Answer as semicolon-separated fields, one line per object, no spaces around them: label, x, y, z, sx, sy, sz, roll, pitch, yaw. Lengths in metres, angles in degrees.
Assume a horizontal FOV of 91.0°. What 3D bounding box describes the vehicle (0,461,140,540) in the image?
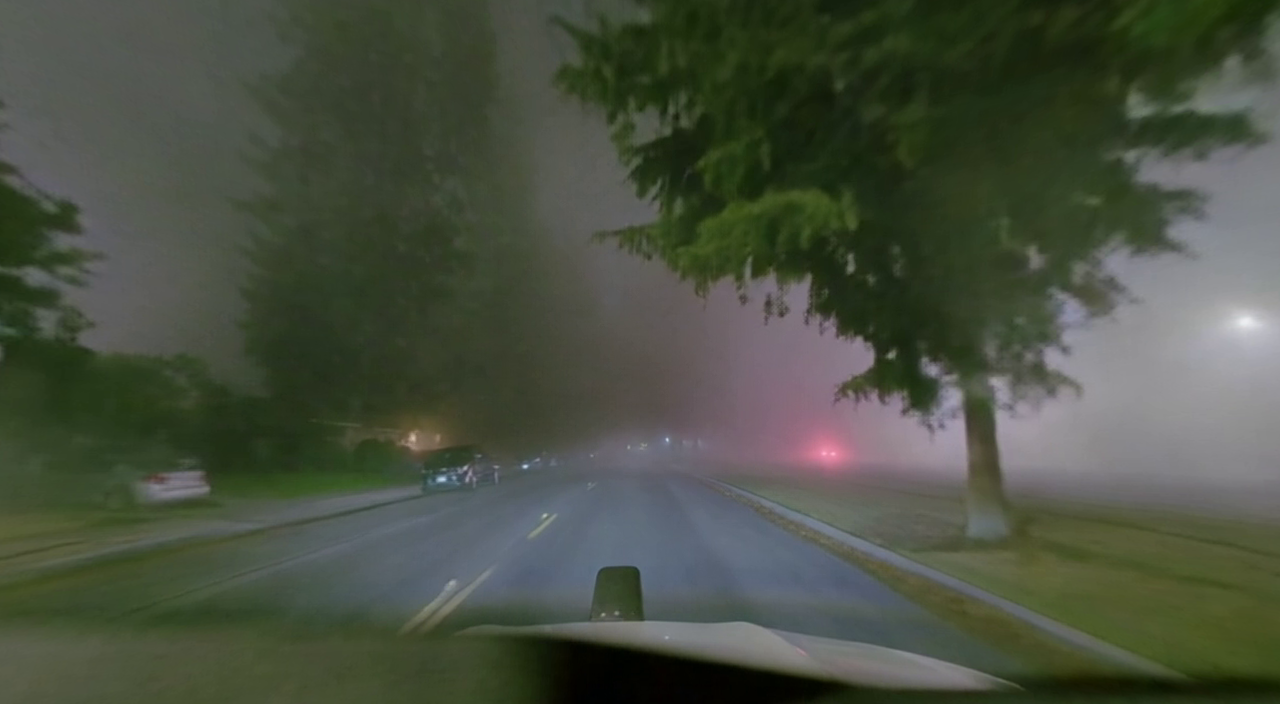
vehicle;-13.639;3.093;13.467;4.116;1.393;2.016;2;-9;1

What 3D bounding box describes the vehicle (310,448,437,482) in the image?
vehicle;-14.075;6.013;33.544;5.742;1.668;2.296;1;-8;-3

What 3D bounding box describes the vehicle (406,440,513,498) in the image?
vehicle;-6.566;4.271;23.702;2.350;1.892;5.542;1;-8;0

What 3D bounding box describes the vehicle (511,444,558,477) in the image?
vehicle;-6.626;6.849;40.062;2.020;1.842;5.116;1;-8;1
